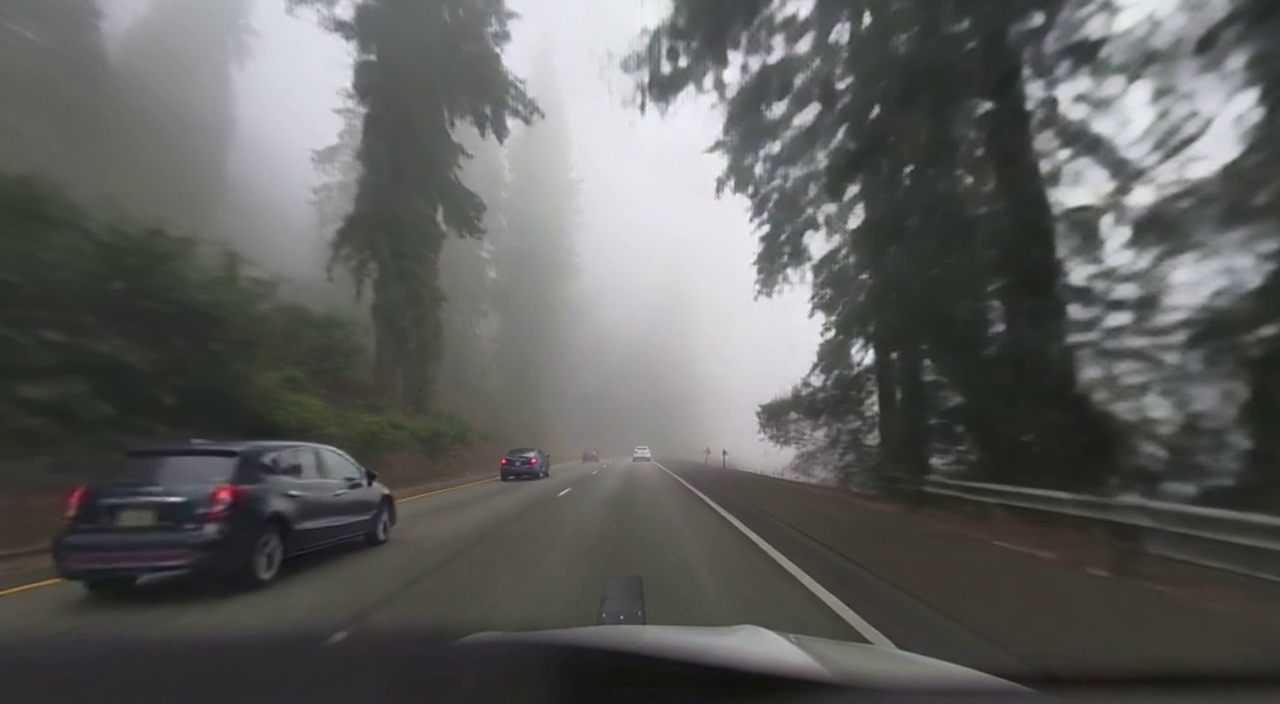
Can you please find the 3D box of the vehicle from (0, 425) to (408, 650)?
[{"bbox_3d":[-3.985,1.532,6.214,1.897,1.481,3.859,0,-8,0],"label":"vehicle"}]

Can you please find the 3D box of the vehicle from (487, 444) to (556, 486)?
[{"bbox_3d":[-4.534,4.373,24.808,1.838,1.508,4.317,0,-8,0],"label":"vehicle"}]
